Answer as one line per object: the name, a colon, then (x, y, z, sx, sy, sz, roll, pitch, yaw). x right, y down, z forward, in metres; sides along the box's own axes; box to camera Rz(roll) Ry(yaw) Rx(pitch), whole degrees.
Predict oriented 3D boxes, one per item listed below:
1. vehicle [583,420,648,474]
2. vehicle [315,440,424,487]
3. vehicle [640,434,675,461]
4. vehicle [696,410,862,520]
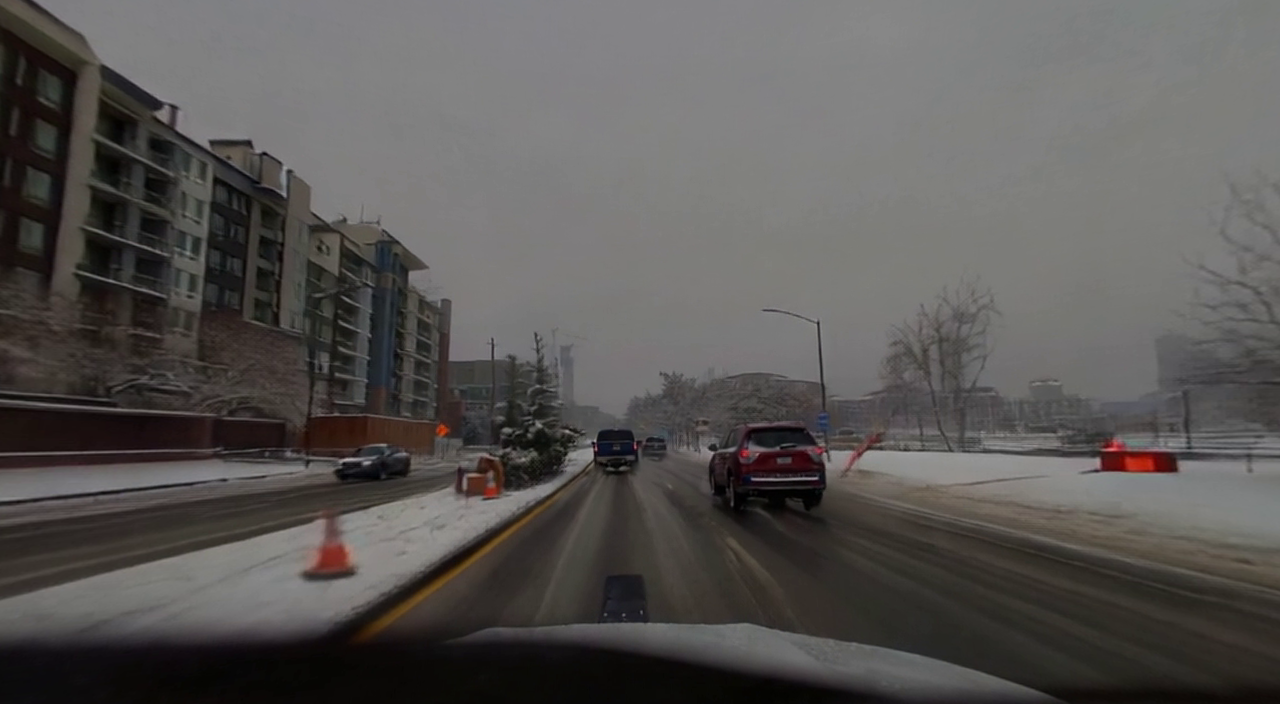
vehicle: (-1.173, 4.563, 30.255, 2.762, 2.309, 6.723, 0, -8, -2)
vehicle: (-9.639, 3.992, 22.820, 1.997, 1.512, 4.322, 0, -8, 0)
vehicle: (1.230, 7.131, 46.911, 2.187, 1.835, 5.471, 1, -8, -3)
vehicle: (2.590, 2.307, 13.369, 2.120, 1.828, 5.531, 0, -8, -2)
